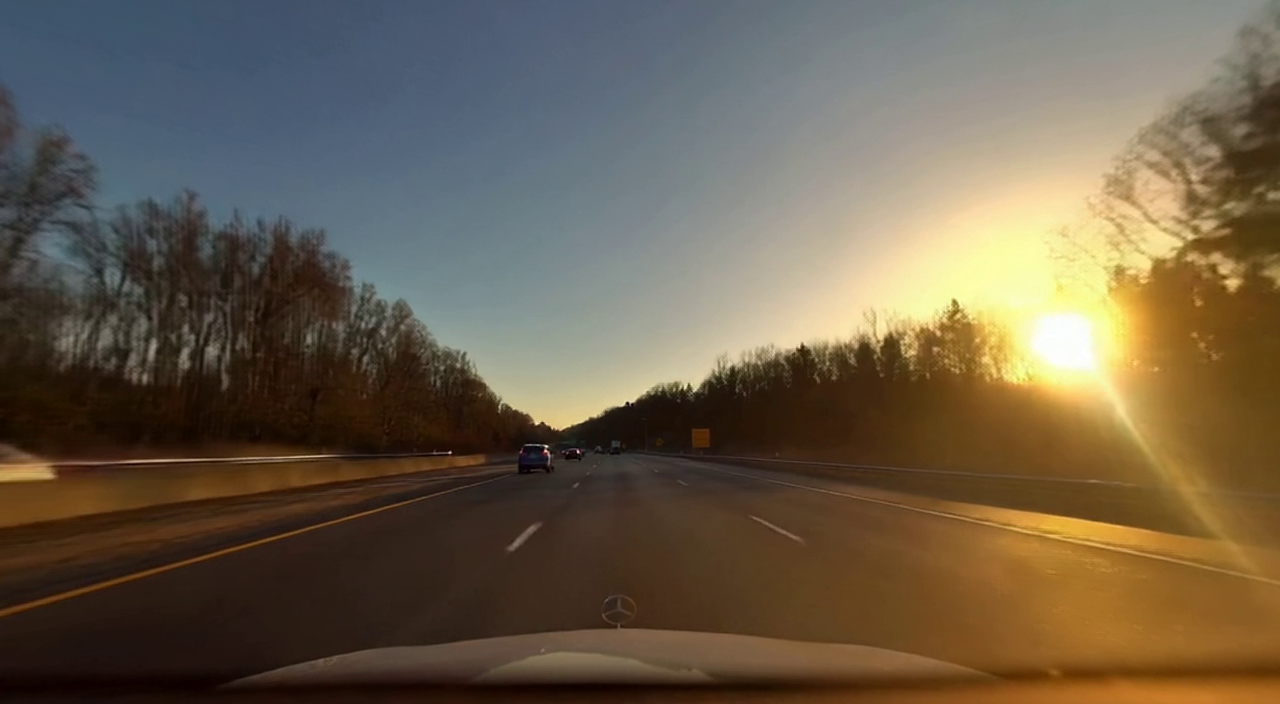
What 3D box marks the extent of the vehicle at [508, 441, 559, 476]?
[{"bbox_3d":[-5.508,5.564,32.941,2.151,1.693,4.201,0,-9,-2],"label":"vehicle"}]
